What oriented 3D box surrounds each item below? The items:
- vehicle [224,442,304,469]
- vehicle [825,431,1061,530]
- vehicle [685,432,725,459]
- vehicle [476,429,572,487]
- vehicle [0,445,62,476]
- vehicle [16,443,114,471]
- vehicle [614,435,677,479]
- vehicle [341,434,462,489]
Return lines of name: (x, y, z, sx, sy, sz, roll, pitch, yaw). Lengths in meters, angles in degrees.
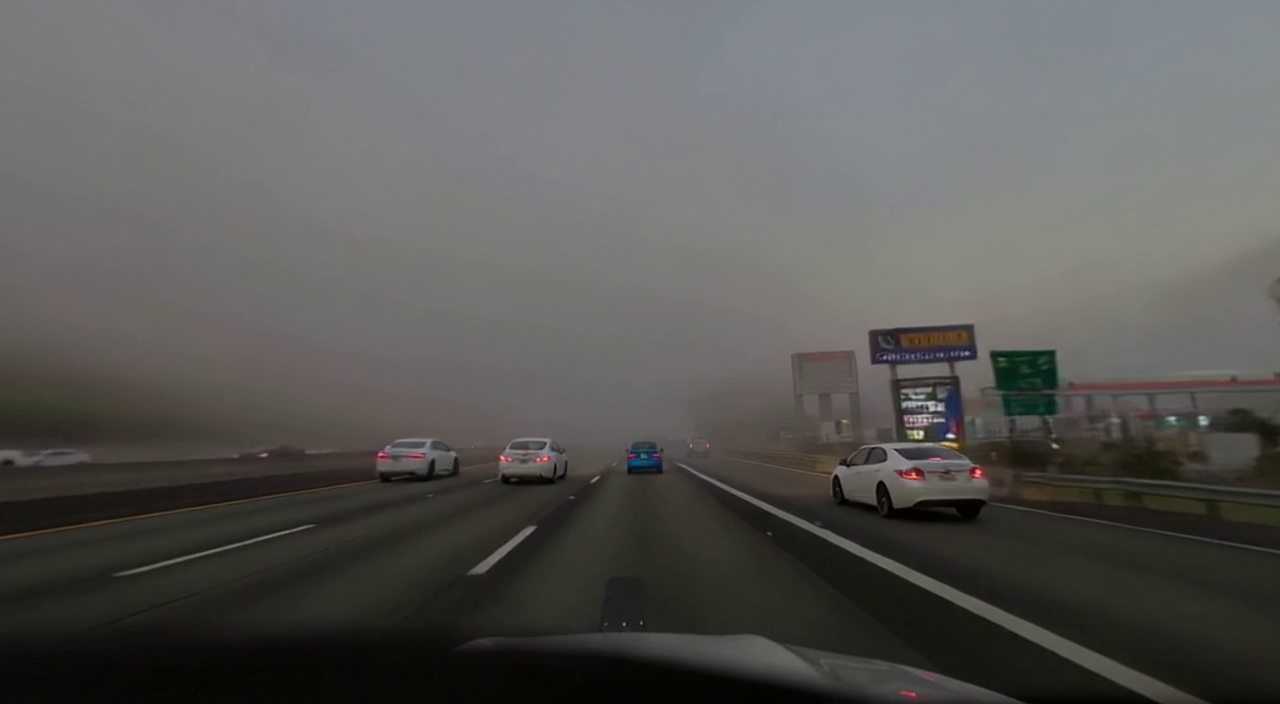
vehicle: (-21.604, 5.965, 36.475, 1.832, 1.460, 4.430, 0, -8, 1)
vehicle: (5.142, 2.231, 11.568, 2.030, 1.442, 4.358, 0, -8, -2)
vehicle: (4.529, 6.631, 44.824, 2.261, 1.781, 4.709, 0, -8, -1)
vehicle: (-3.487, 3.316, 20.023, 1.927, 1.586, 5.142, 0, -8, 1)
vehicle: (-32.865, 5.543, 32.478, 1.807, 1.530, 4.546, 0, -8, 0)
vehicle: (-36.484, 6.636, 40.192, 1.945, 1.634, 4.540, 0, -8, 0)
vehicle: (0.197, 3.842, 23.260, 2.113, 1.464, 4.073, 0, -8, 0)
vehicle: (-7.199, 3.331, 19.584, 1.932, 1.497, 4.458, 0, -8, 1)
